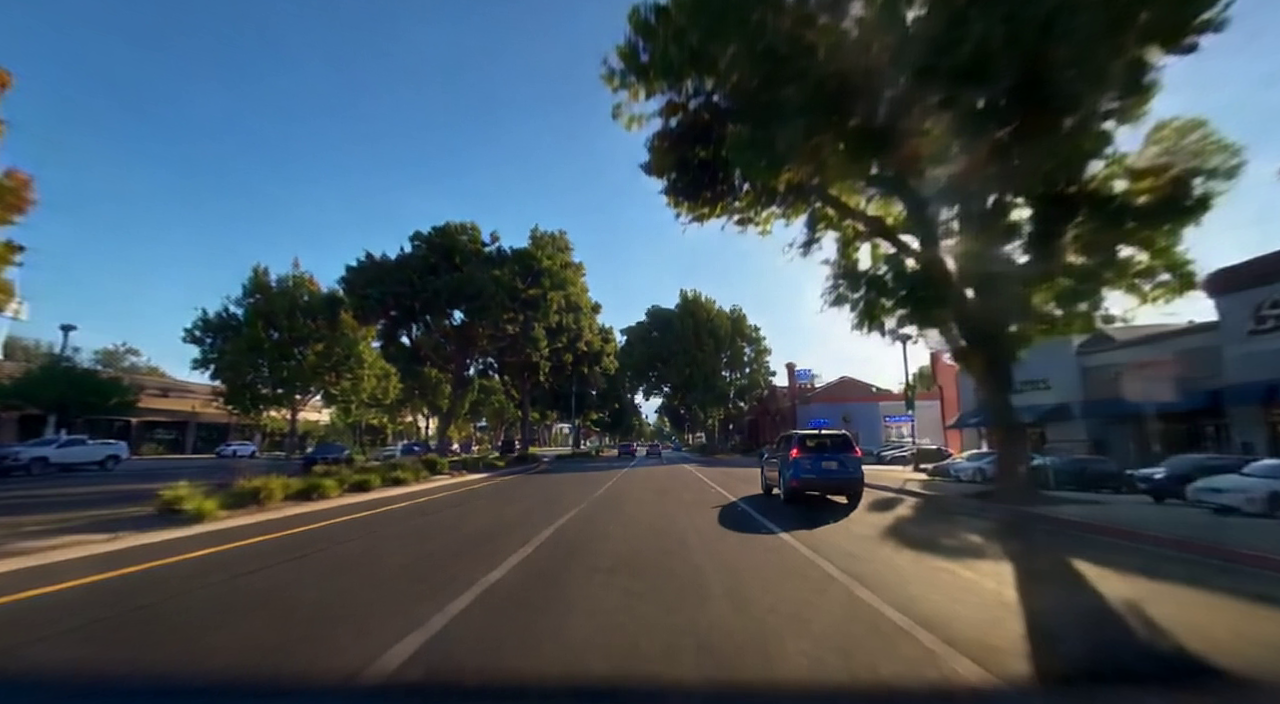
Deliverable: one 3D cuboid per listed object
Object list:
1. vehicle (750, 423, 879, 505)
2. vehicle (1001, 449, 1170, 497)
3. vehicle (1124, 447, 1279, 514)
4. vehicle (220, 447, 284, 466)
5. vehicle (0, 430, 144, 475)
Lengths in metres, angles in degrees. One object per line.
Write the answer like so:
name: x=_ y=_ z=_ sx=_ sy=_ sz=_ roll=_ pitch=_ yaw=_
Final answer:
vehicle: x=4.210 y=2.789 z=16.092 sx=2.024 sy=1.773 sz=4.431 roll=0 pitch=-8 yaw=0
vehicle: x=17.773 y=4.833 z=25.354 sx=5.012 sy=1.813 sz=2.291 roll=0 pitch=-8 yaw=0
vehicle: x=17.769 y=3.768 z=18.745 sx=4.864 sy=1.838 sz=2.123 roll=0 pitch=-8 yaw=3
vehicle: x=-29.287 y=7.859 z=47.611 sx=3.695 sy=1.400 sz=1.658 roll=0 pitch=-8 yaw=1
vehicle: x=-28.318 y=4.905 z=30.913 sx=2.344 sy=1.946 sz=6.771 roll=-1 pitch=-9 yaw=2
